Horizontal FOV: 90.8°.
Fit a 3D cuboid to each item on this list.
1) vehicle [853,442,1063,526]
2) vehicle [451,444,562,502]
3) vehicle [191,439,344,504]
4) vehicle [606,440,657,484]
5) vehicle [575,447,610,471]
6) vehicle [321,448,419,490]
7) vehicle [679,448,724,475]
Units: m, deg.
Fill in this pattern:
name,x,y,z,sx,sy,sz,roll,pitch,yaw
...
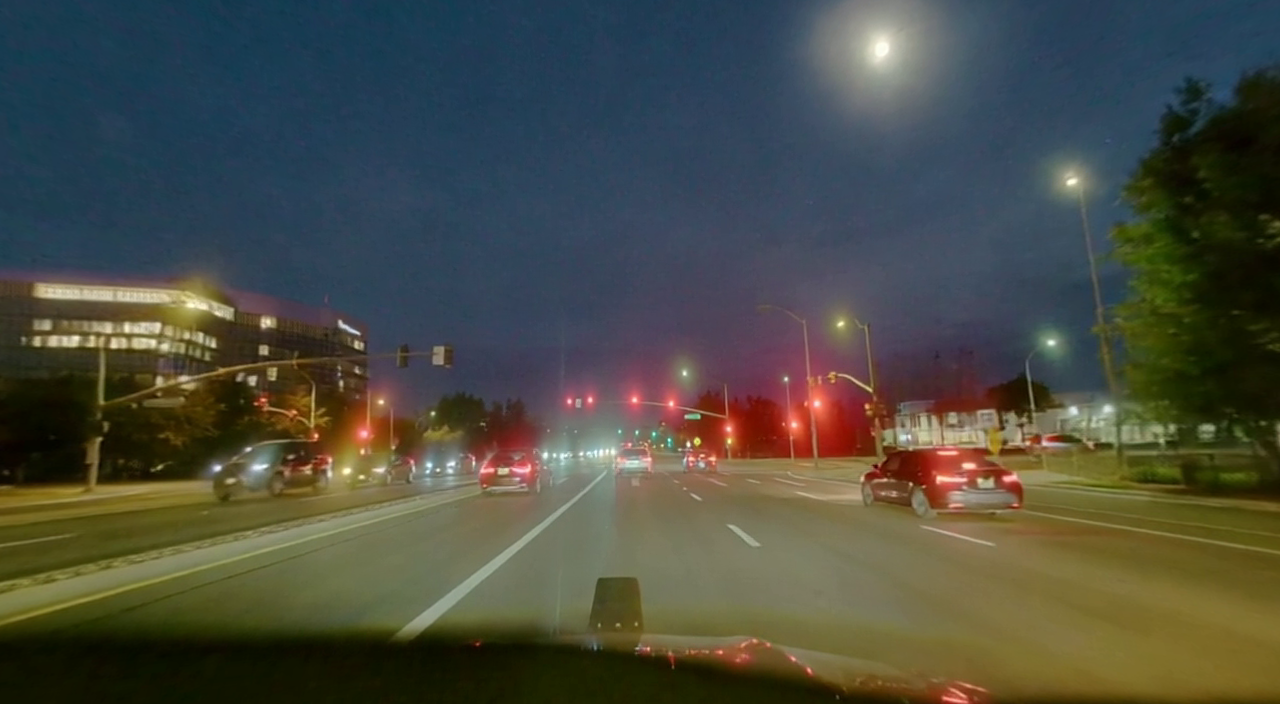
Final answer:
name,x,y,z,sx,sy,sz,roll,pitch,yaw
vehicle,6.418,2.678,13.517,2.028,1.451,4.625,0,-8,-1
vehicle,-3.727,3.462,18.560,2.163,1.474,4.413,0,-8,2
vehicle,-10.936,3.506,18.978,2.026,1.706,4.041,0,-8,1
vehicle,-0.327,4.676,27.199,2.008,1.716,4.125,0,-8,0
vehicle,-3.123,7.100,42.259,2.002,1.502,4.057,0,-8,0
vehicle,-10.751,4.653,25.535,1.924,1.479,4.508,0,-8,0
vehicle,3.427,6.152,35.757,2.014,1.430,4.103,0,-8,-2
